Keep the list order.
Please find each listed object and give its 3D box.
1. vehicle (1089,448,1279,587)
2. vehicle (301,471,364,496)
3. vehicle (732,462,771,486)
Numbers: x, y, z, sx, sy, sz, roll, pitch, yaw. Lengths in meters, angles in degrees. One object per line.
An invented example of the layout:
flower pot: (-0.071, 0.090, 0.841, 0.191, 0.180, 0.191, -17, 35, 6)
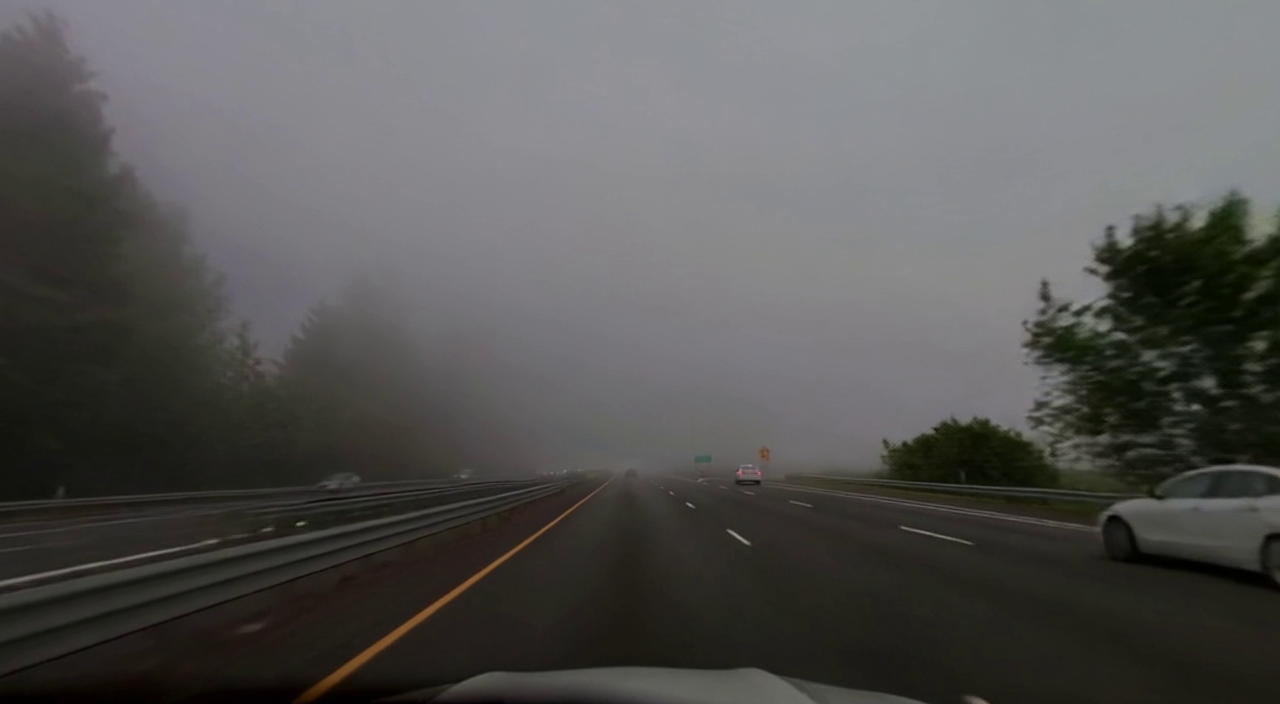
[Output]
vehicle: (7.906, 1.900, 7.374, 2.024, 1.476, 4.352, 1, -10, -1)
vehicle: (-20.067, 8.581, 41.257, 1.795, 1.513, 3.900, -1, -10, 7)
vehicle: (7.814, 8.620, 44.698, 1.951, 1.566, 4.616, 1, -10, 0)
